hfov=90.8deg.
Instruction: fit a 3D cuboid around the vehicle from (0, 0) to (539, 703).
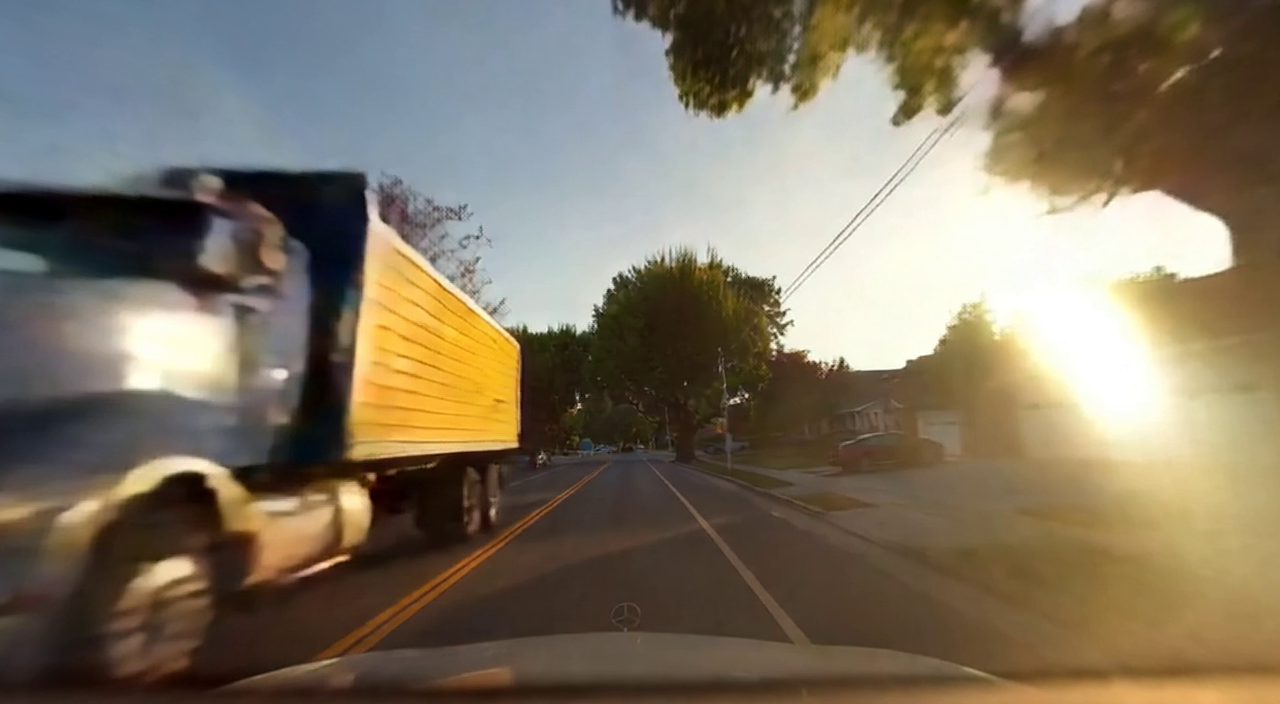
[{"bbox_3d":[-3.705,0.613,8.154,3.133,4.112,10.695,0,-8,-1],"label":"vehicle"}]
